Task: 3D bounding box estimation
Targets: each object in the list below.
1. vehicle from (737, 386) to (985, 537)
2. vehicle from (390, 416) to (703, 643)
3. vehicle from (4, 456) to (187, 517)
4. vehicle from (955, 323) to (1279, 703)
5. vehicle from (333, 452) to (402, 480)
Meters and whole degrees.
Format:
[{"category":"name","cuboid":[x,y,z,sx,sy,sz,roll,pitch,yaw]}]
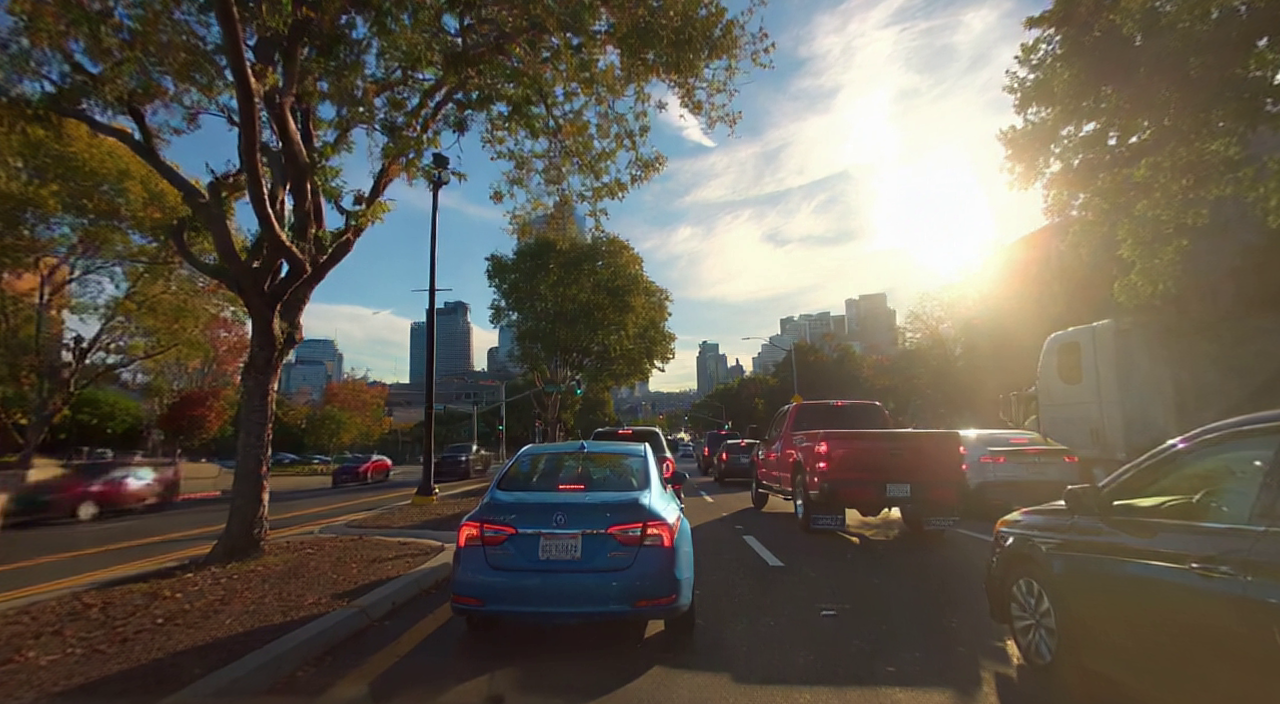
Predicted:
[{"category":"vehicle","cuboid":[3.524,1.952,11.688,2.444,2.098,5.766,0,-9,-1]},{"category":"vehicle","cuboid":[-0.577,1.495,6.314,2.111,1.506,4.018,0,-9,2]},{"category":"vehicle","cuboid":[-15.831,3.892,18.599,1.792,1.527,4.002,0,-9,0]},{"category":"vehicle","cuboid":[3.165,0.756,2.064,1.982,1.709,4.427,0,-9,1]},{"category":"vehicle","cuboid":[-16.152,6.750,37.428,1.921,1.499,4.566,0,-9,2]}]
